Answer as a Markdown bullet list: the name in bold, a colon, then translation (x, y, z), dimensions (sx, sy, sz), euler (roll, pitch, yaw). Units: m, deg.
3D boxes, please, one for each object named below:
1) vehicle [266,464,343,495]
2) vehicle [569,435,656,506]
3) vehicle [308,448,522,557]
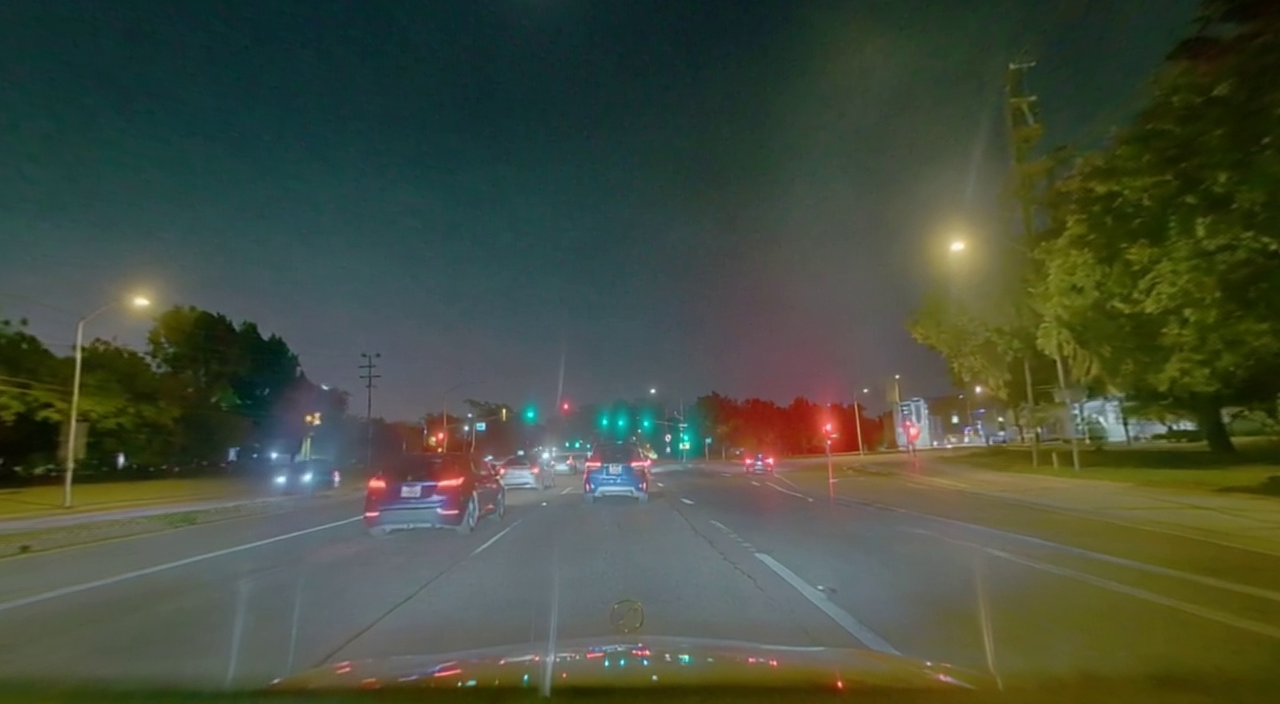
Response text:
- **vehicle**: translation (-18.579, 7.084, 35.259), dimensions (1.872, 1.468, 4.316), euler (0, -8, 1)
- **vehicle**: translation (-0.743, 3.433, 18.710), dimensions (2.276, 1.850, 3.897), euler (0, -8, -1)
- **vehicle**: translation (-3.529, 2.425, 10.969), dimensions (2.064, 1.464, 4.373), euler (0, -8, 1)
